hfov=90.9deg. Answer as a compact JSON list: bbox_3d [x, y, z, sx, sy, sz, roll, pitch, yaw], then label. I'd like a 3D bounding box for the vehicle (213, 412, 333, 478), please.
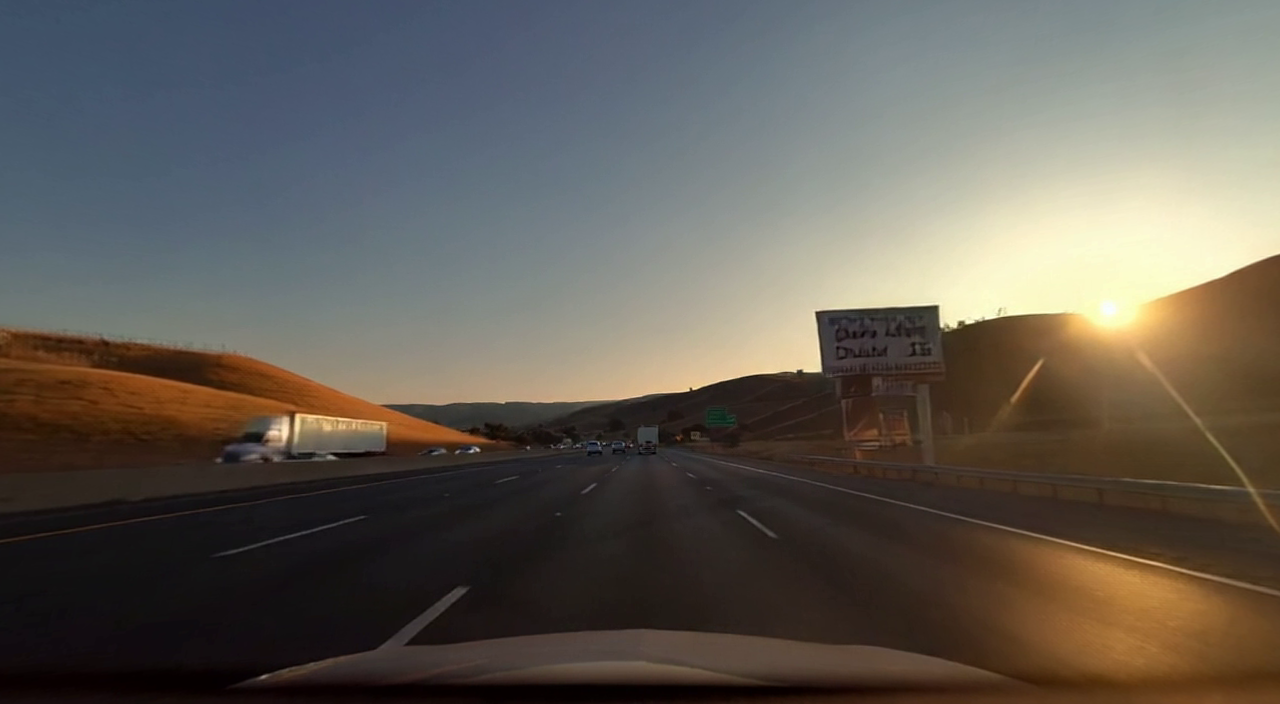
[{"bbox_3d":[-24.584,6.307,42.965,3.001,4.041,8.386,0,-8,0],"label":"vehicle"}]

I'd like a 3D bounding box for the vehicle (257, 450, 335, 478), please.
[{"bbox_3d":[-20.570,6.688,37.968,2.045,1.486,4.765,0,-8,0],"label":"vehicle"}]
